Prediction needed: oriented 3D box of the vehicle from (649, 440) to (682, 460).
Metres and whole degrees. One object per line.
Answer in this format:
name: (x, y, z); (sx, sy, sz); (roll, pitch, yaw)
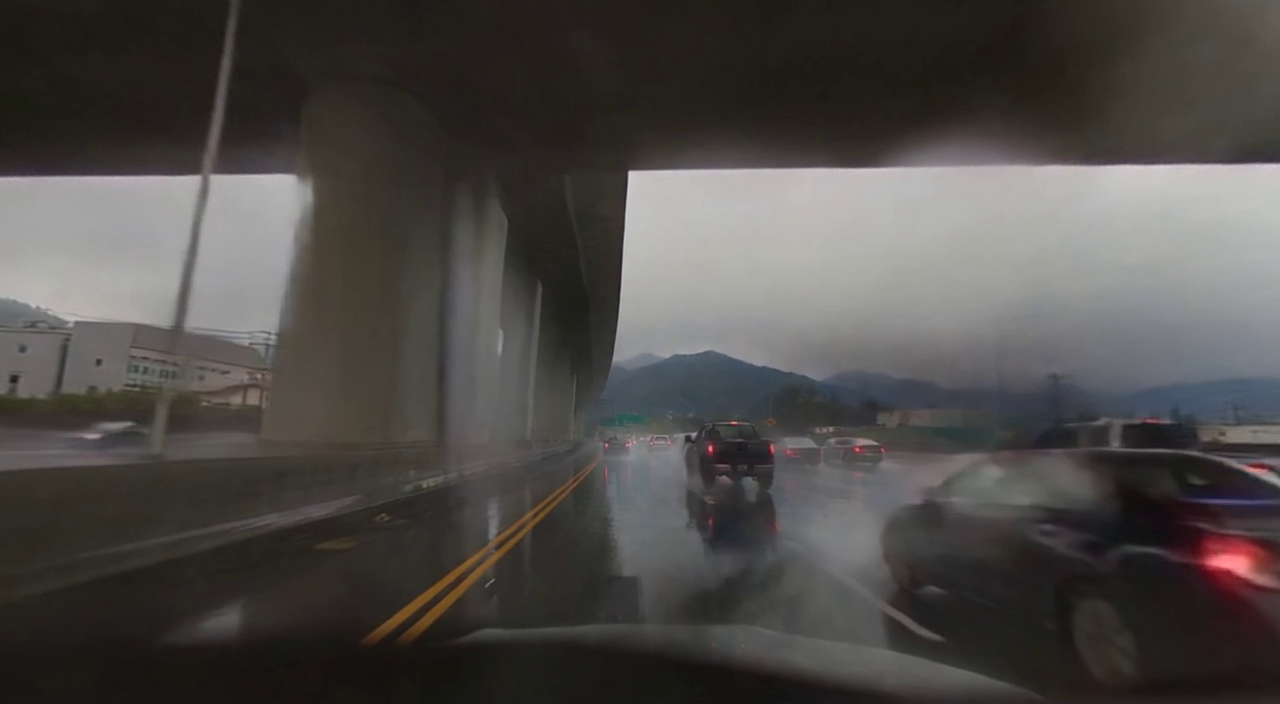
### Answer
vehicle: (1.942, 7.619, 49.322); (2.057, 1.517, 4.538); (0, -8, -4)

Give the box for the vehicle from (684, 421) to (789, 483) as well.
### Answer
vehicle: (3.512, 3.895, 24.931); (2.747, 2.061, 7.011); (0, -8, -3)

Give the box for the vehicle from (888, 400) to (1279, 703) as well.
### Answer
vehicle: (3.483, 1.115, 3.798); (2.074, 1.455, 4.646); (0, -8, 0)

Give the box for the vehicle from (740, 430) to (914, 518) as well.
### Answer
vehicle: (3.633, 2.476, 13.443); (2.048, 1.497, 4.952); (0, -8, -2)

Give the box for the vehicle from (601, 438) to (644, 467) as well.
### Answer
vehicle: (-0.991, 5.598, 35.392); (2.266, 1.549, 3.978); (0, -8, -2)
